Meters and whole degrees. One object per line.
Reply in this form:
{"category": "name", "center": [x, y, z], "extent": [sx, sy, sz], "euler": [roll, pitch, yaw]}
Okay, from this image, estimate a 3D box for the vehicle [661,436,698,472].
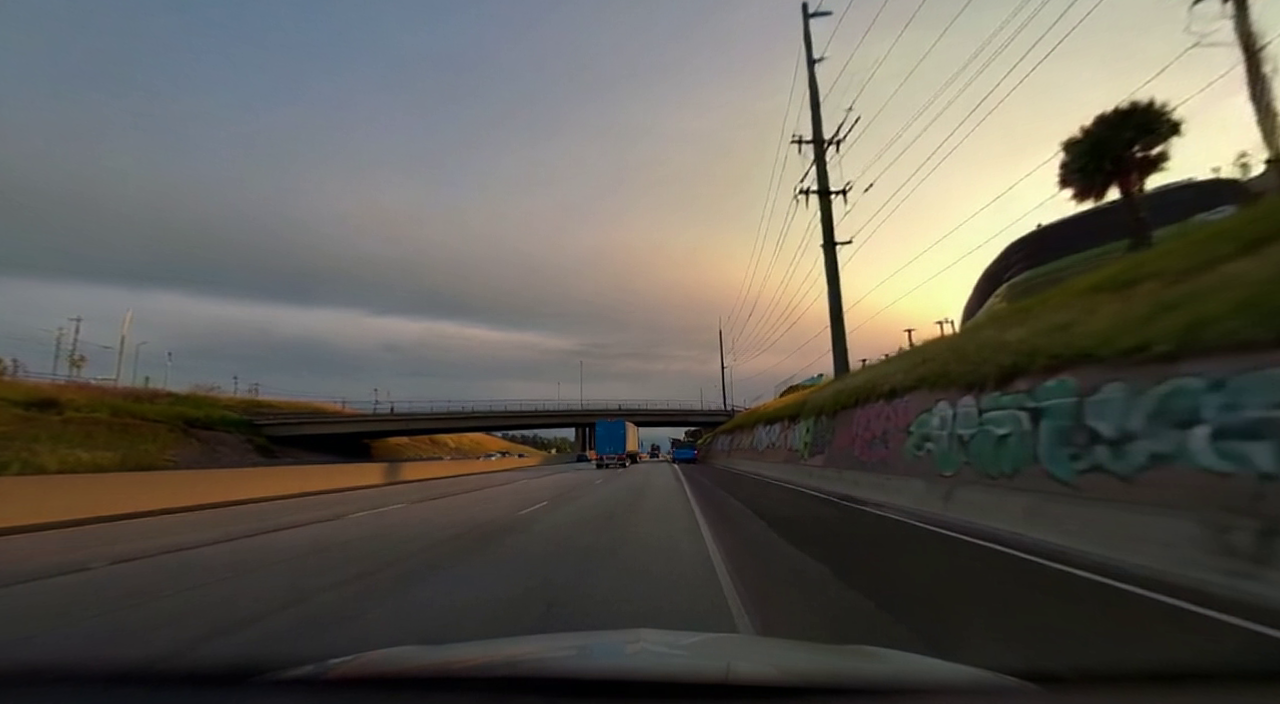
{"category": "vehicle", "center": [2.971, 7.921, 48.971], "extent": [2.462, 2.627, 5.799], "euler": [-1, -9, 0]}
